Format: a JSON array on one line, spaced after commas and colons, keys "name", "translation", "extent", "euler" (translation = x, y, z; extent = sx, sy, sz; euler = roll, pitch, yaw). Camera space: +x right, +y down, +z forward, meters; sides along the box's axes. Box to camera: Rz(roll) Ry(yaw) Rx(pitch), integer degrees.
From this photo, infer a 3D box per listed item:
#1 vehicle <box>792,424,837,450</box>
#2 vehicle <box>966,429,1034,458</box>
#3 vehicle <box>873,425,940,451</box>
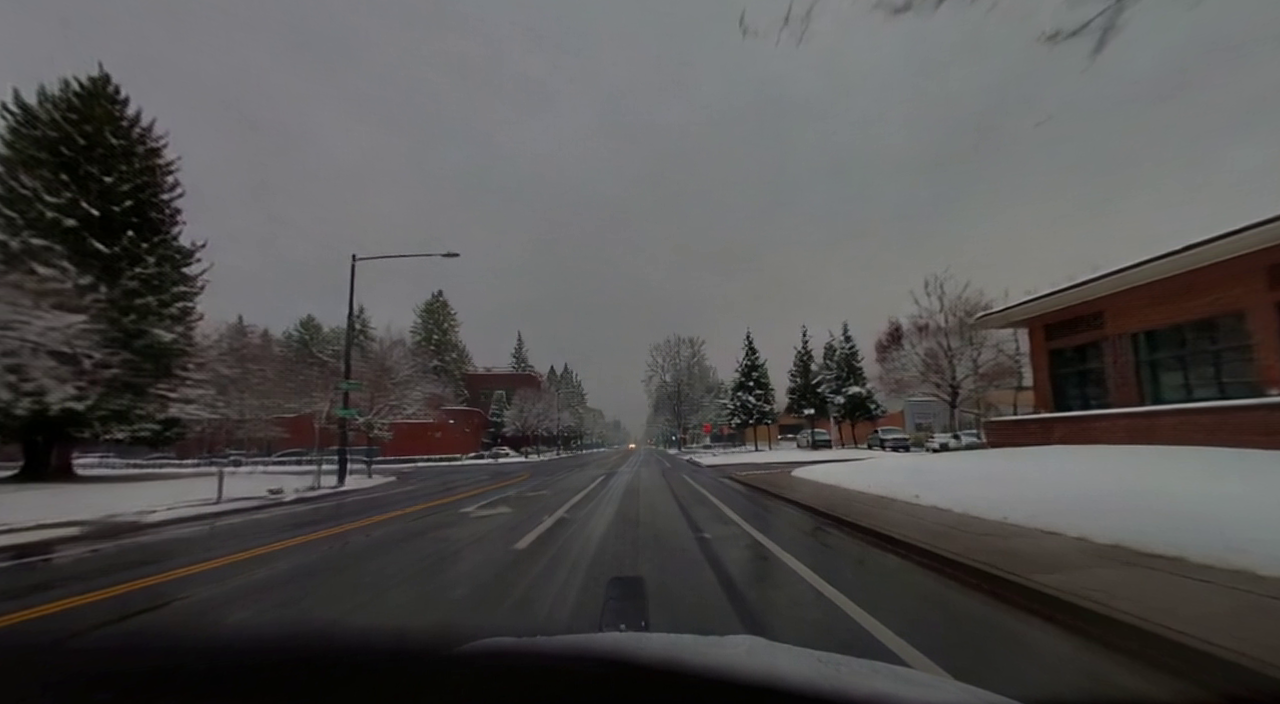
[{"name": "vehicle", "translation": [11.949, 5.915, 43.559], "extent": [2.036, 1.636, 4.995], "euler": [0, -8, 5]}, {"name": "vehicle", "translation": [20.750, 5.302, 36.528], "extent": [1.766, 1.560, 3.695], "euler": [0, -8, 0]}, {"name": "vehicle", "translation": [15.367, 5.028, 36.608], "extent": [1.866, 1.420, 4.447], "euler": [0, -8, 0]}]
